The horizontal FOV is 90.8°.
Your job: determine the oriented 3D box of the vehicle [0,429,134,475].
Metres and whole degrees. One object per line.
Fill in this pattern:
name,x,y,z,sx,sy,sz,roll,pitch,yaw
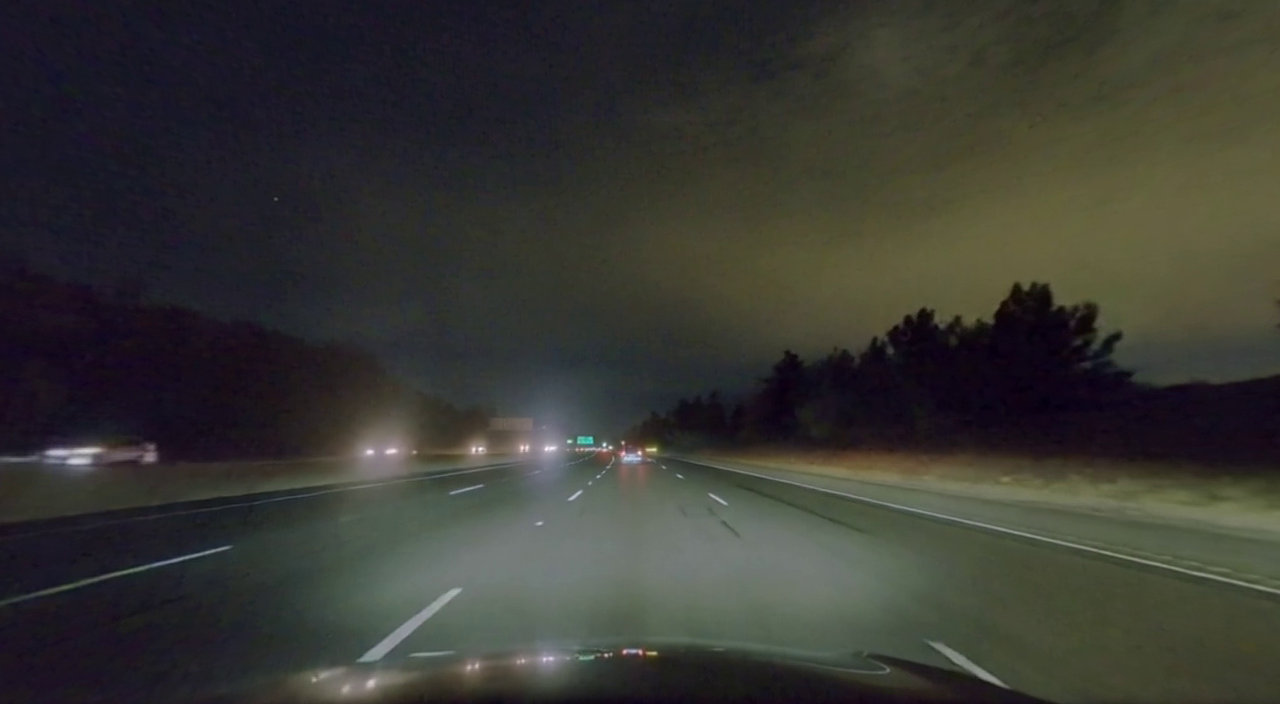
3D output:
vehicle,-21.199,3.613,22.862,1.900,1.471,4.555,0,-9,0

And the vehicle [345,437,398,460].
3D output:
vehicle,-17.386,6.259,40.995,1.723,1.428,3.842,0,-9,1
